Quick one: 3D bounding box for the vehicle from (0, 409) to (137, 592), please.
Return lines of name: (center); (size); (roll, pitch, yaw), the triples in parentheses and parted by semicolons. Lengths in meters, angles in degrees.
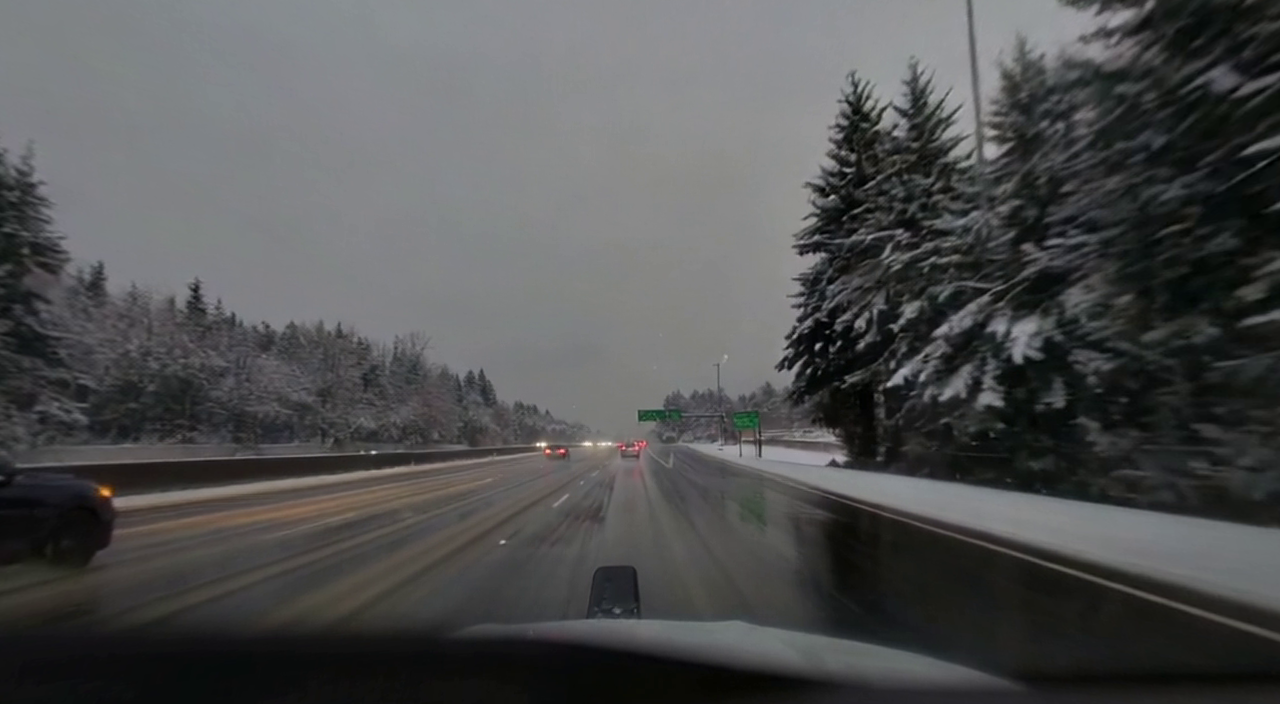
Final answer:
vehicle: (-6.674, 1.168, 4.637); (2.016, 1.606, 4.806); (0, -9, -1)
